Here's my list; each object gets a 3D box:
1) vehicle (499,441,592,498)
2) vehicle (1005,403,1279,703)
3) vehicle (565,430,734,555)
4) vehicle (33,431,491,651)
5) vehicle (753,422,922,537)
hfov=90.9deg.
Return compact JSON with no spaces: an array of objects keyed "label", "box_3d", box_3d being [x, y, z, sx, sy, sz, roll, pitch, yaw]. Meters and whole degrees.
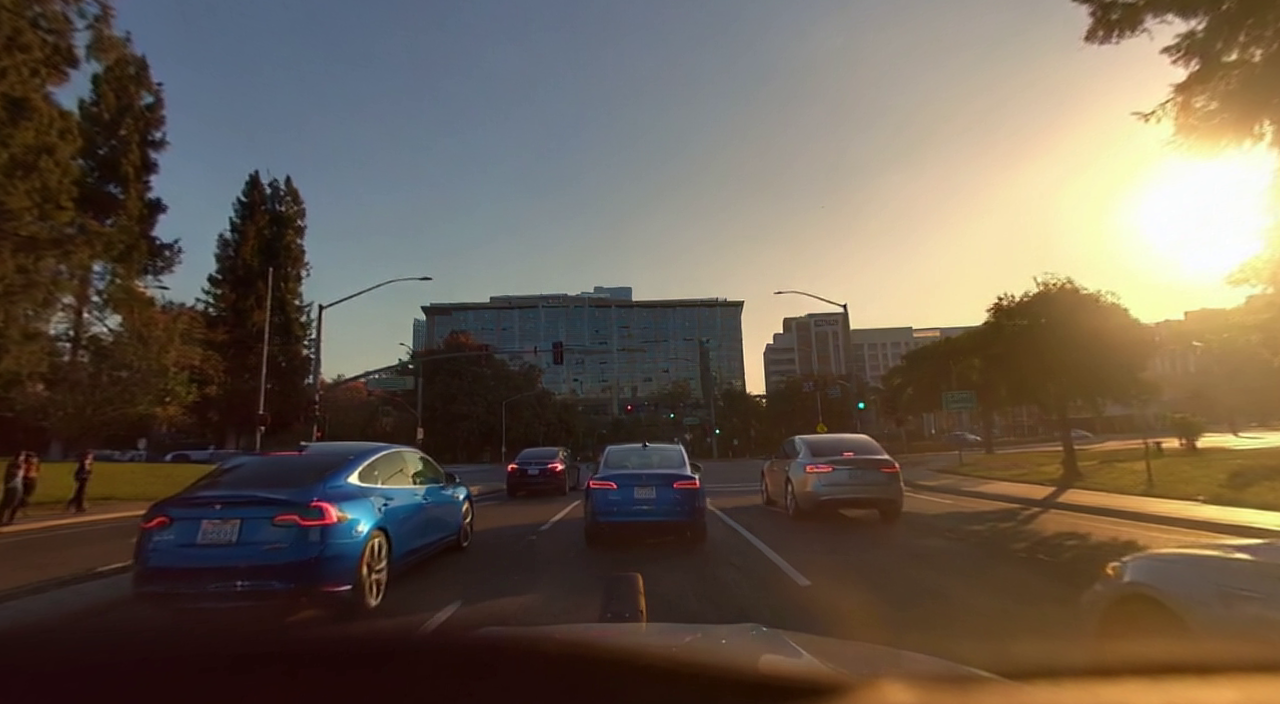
[{"label":"vehicle","box_3d":[-2.732,3.524,19.327,2.089,1.537,4.073,-1,-9,2]},{"label":"vehicle","box_3d":[3.311,0.851,1.638,1.951,1.522,4.614,0,-9,0]},{"label":"vehicle","box_3d":[0.115,2.113,10.225,2.144,1.563,4.218,0,-9,0]},{"label":"vehicle","box_3d":[-3.121,1.631,6.582,2.015,1.478,4.407,0,-9,0]},{"label":"vehicle","box_3d":[3.461,2.306,11.950,1.938,1.732,4.006,1,-9,0]}]
